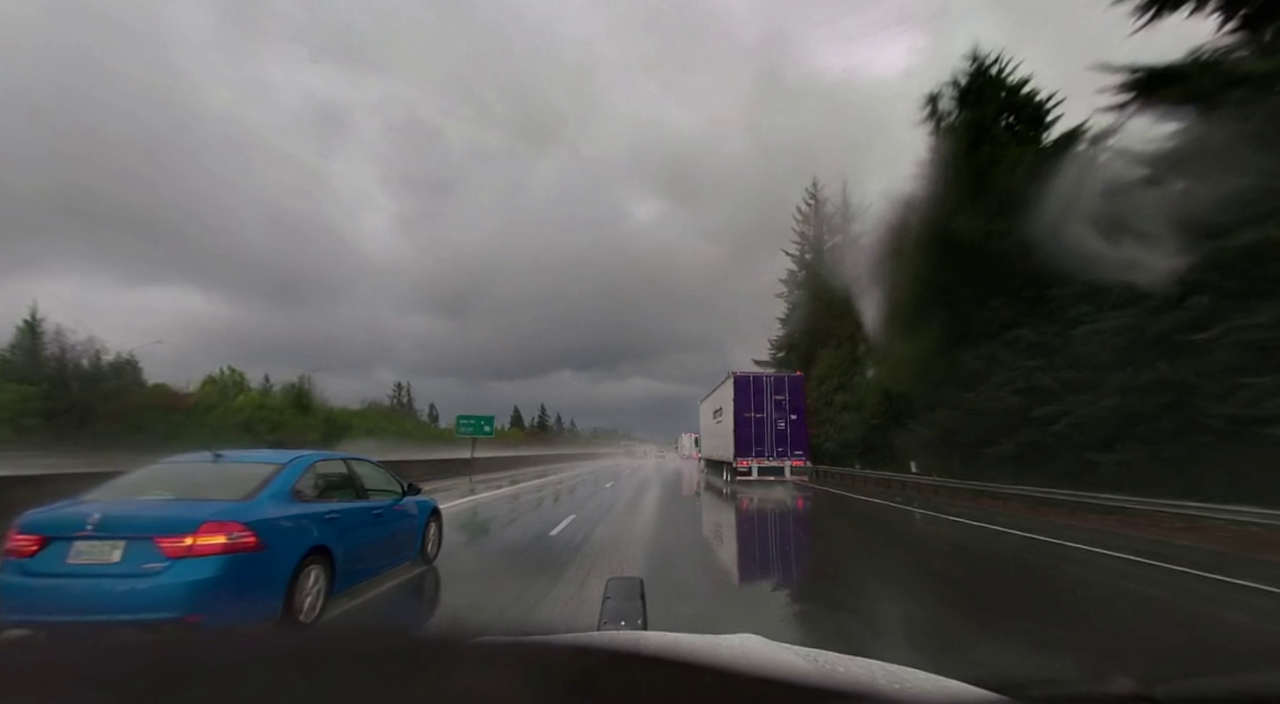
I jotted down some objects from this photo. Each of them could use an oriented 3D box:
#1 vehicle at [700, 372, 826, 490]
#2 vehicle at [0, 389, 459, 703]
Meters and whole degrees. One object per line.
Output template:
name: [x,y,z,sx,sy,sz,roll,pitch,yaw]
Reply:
vehicle: [4.758,3.693,27.973,2.858,3.952,13.731,0,-9,0]
vehicle: [-3.101,1.300,5.017,1.960,1.579,4.384,0,-9,1]
